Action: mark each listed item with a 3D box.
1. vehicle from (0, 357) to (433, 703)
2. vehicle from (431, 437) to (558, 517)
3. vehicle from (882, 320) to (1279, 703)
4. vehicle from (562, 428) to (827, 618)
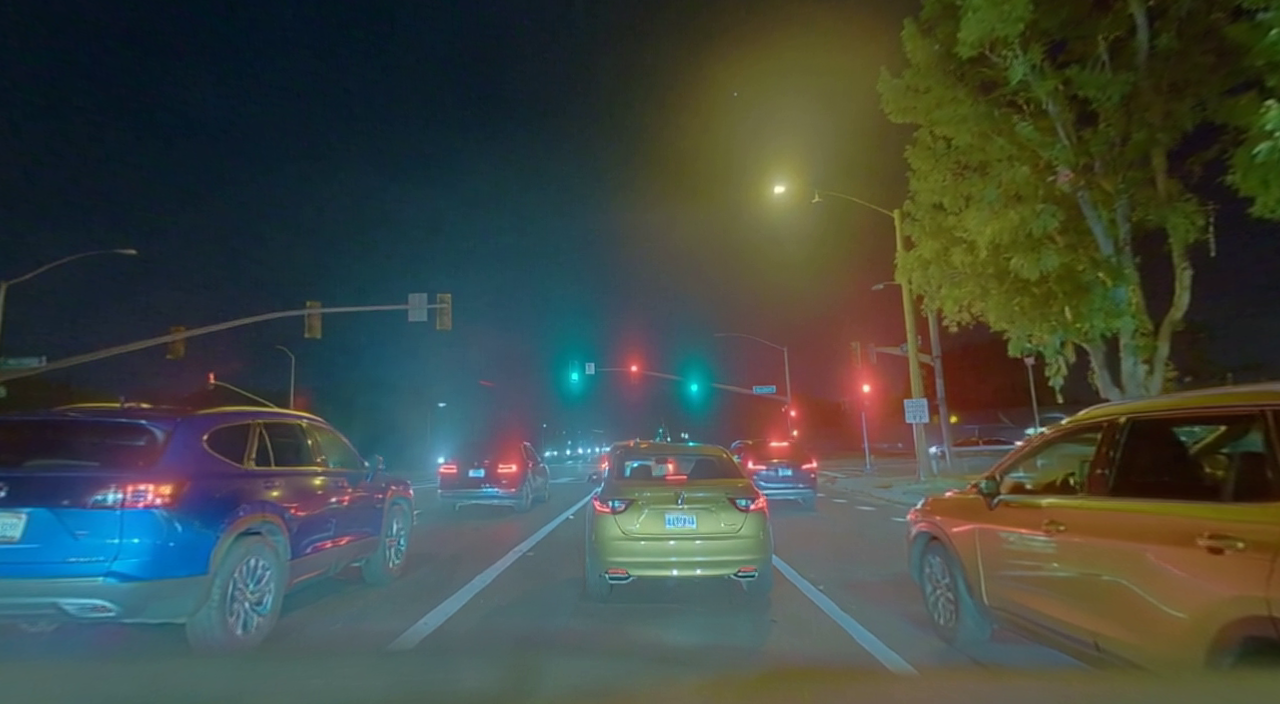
[{"bbox_3d":[-3.443,1.216,5.237,1.889,1.767,4.289,0,-8,1],"label":"vehicle"},{"bbox_3d":[-3.076,2.716,14.209,1.868,1.516,4.114,0,-8,0],"label":"vehicle"},{"bbox_3d":[3.056,0.941,3.163,1.880,1.747,4.500,0,-8,0],"label":"vehicle"},{"bbox_3d":[0.422,1.623,6.906,2.051,1.460,3.932,0,-8,0],"label":"vehicle"}]
